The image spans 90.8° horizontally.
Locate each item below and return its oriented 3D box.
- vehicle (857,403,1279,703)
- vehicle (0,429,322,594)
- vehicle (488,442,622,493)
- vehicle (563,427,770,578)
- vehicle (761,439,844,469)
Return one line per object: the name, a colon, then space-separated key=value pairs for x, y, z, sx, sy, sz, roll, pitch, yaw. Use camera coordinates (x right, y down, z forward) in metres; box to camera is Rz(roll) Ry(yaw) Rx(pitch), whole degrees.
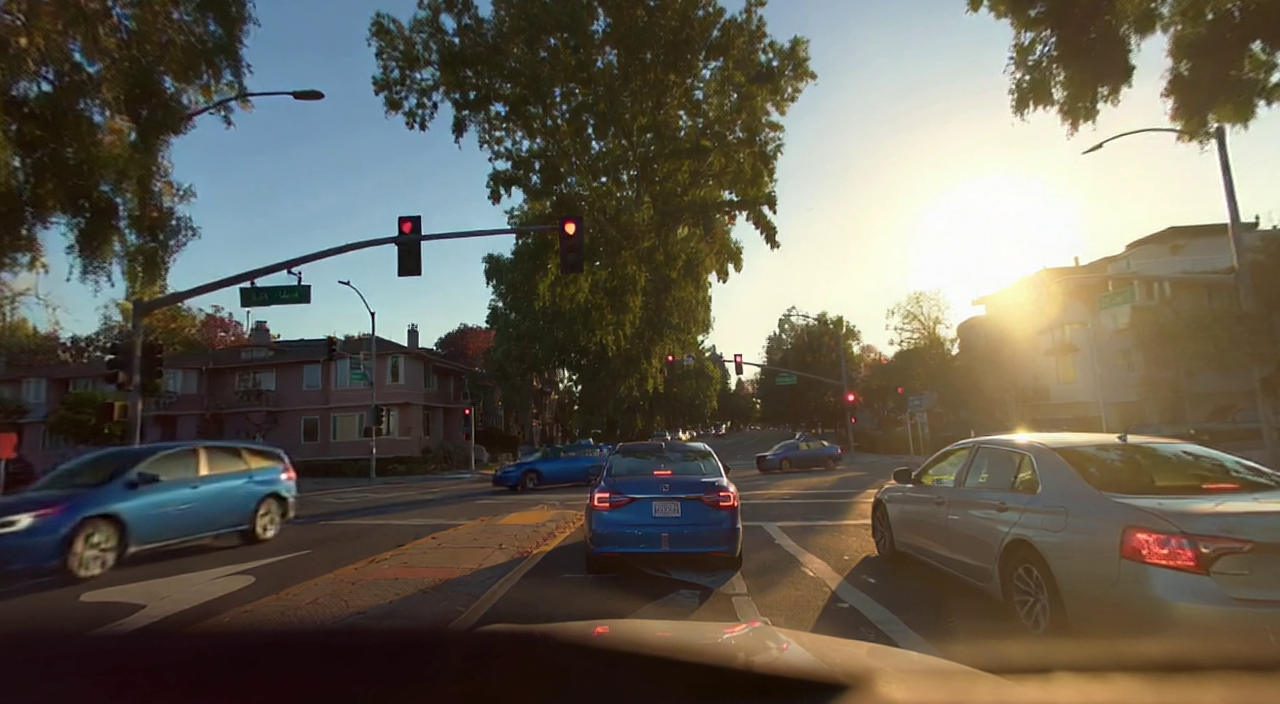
vehicle: x=3.665 y=1.340 z=5.430 sx=1.888 sy=1.486 sz=4.681 roll=0 pitch=-9 yaw=-1
vehicle: x=-7.439 y=2.145 z=9.532 sx=1.988 sy=1.799 sz=4.789 roll=-2 pitch=-9 yaw=13
vehicle: x=-2.718 y=3.758 z=21.025 sx=1.854 sy=1.490 sz=4.229 roll=-8 pitch=-11 yaw=40
vehicle: x=0.306 y=1.817 z=8.337 sx=2.090 sy=1.505 sz=3.756 roll=-1 pitch=-9 yaw=1
vehicle: x=9.487 y=5.967 z=37.113 sx=4.240 sy=1.615 sz=1.936 roll=-8 pitch=-12 yaw=43
